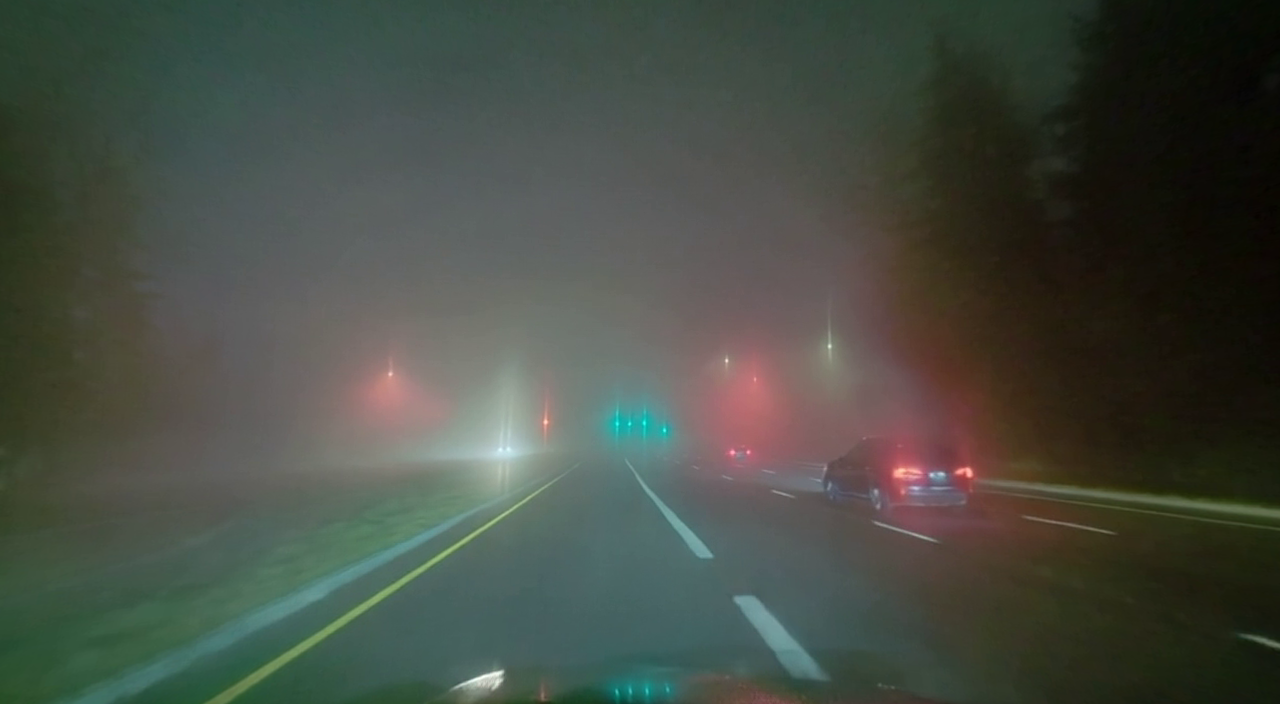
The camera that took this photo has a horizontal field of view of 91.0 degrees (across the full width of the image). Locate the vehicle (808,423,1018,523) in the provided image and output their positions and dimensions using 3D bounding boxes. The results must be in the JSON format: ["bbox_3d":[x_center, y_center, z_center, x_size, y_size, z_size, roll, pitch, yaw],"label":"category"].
[{"bbox_3d":[5.301,2.414,13.123,2.066,1.683,4.675,0,-8,-3],"label":"vehicle"}]
